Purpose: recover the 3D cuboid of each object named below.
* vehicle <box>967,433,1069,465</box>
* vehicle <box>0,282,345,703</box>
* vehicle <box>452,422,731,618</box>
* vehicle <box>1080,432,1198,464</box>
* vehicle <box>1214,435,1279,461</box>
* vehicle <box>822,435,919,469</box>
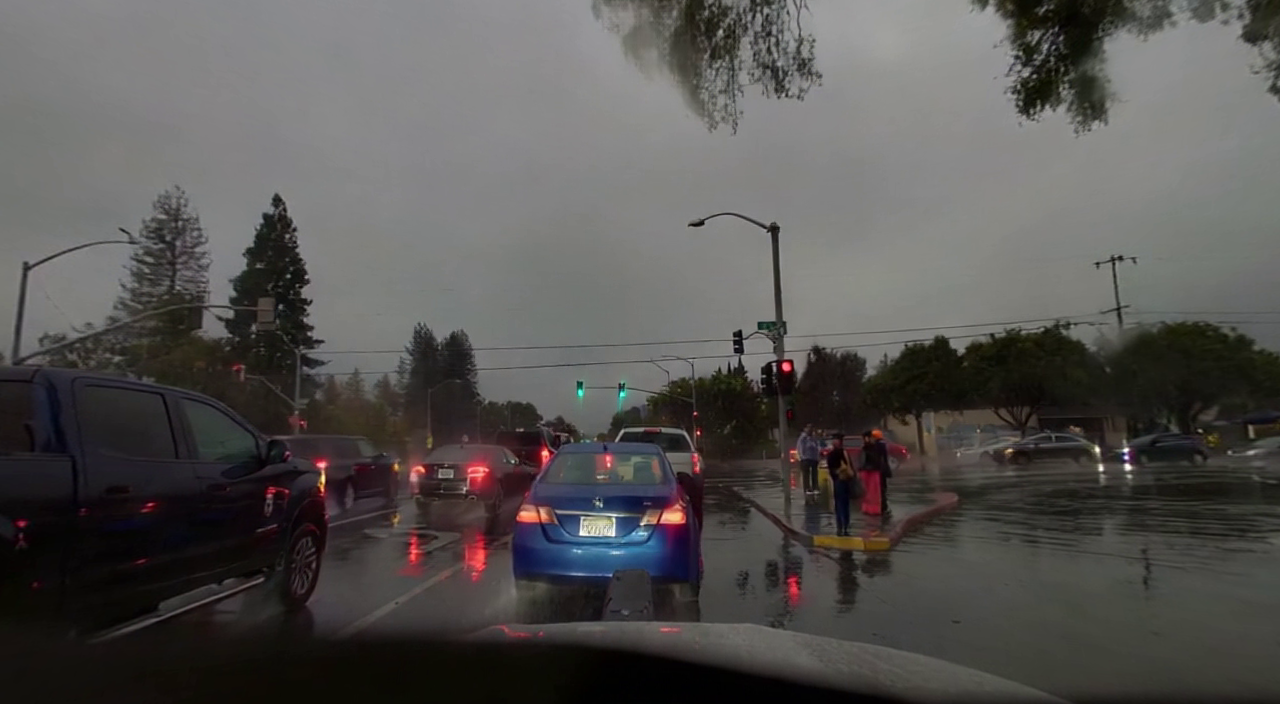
[{"bbox_3d":[21.946,5.647,36.719,4.529,1.786,2.110,0,-9,2],"label":"vehicle"},{"bbox_3d":[-3.685,0.751,2.825,2.202,1.961,4.980,0,-9,1],"label":"vehicle"},{"bbox_3d":[-0.379,1.631,7.149,2.144,1.497,4.446,0,-9,0],"label":"vehicle"},{"bbox_3d":[28.959,5.574,36.708,4.967,1.794,2.044,0,-9,2],"label":"vehicle"},{"bbox_3d":[36.267,5.503,36.151,4.643,1.464,1.840,-1,-9,3],"label":"vehicle"},{"bbox_3d":[12.211,5.332,33.626,4.394,1.724,1.886,0,-9,1],"label":"vehicle"}]
